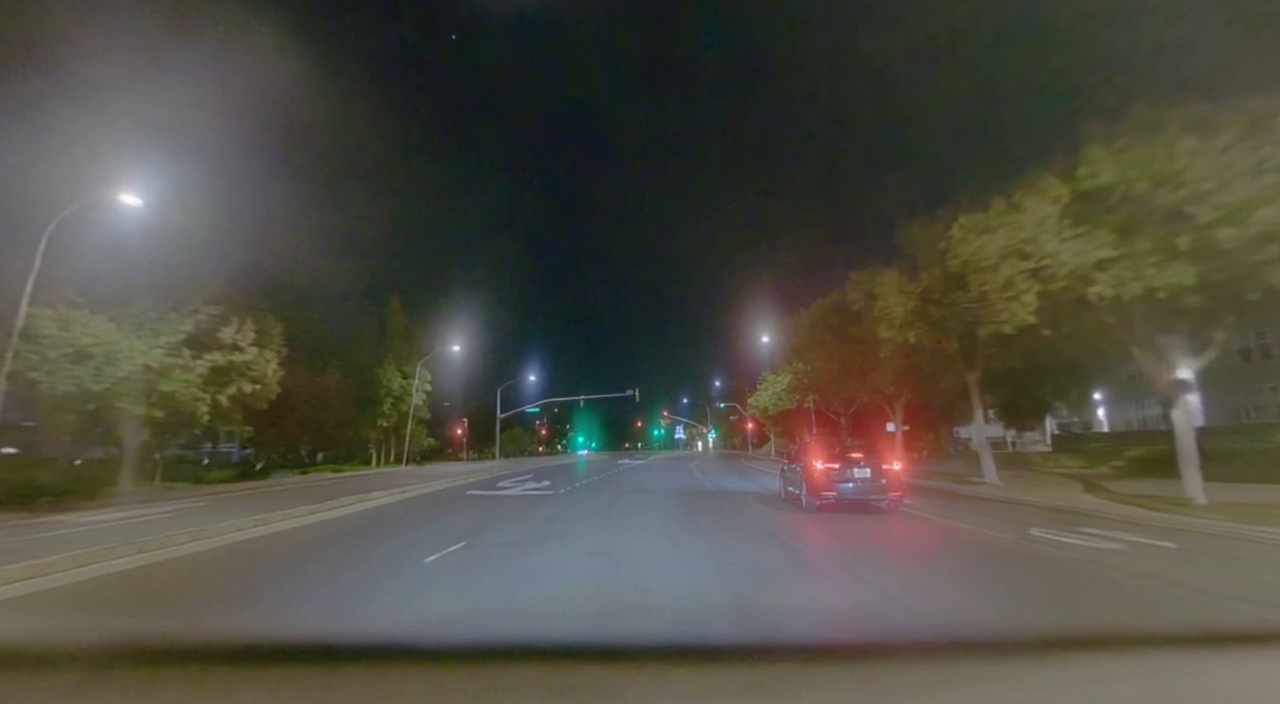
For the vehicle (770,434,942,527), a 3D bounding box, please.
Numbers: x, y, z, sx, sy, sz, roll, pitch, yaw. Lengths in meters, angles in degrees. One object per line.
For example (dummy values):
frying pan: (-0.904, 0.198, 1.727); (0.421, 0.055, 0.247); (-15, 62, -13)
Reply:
vehicle: (3.860, 2.350, 12.120); (1.852, 1.453, 4.083); (0, -9, 0)
